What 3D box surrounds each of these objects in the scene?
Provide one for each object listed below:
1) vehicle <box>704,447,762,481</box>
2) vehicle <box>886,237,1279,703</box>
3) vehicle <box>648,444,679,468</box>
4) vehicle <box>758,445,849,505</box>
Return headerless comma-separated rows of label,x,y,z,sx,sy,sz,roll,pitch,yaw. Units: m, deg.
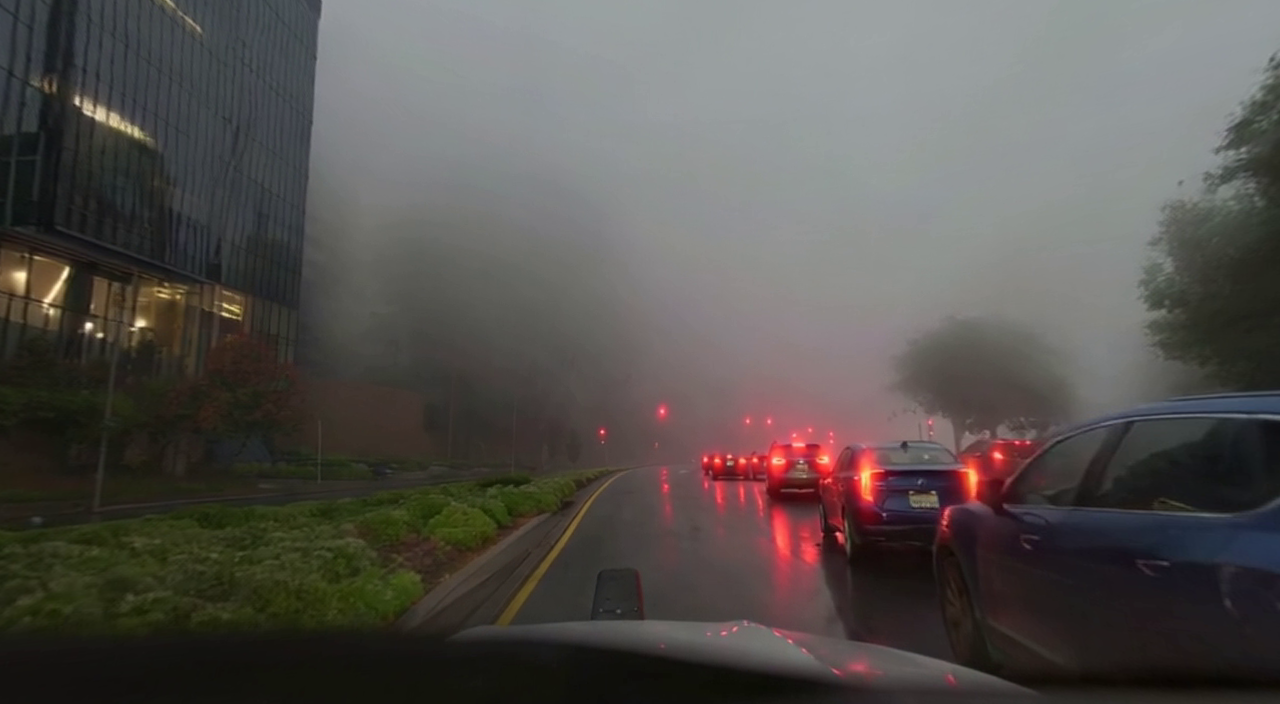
vehicle,4.458,5.421,30.794,2.183,1.553,3.923,0,-9,-1
vehicle,2.474,0.795,2.168,2.092,1.703,4.870,-2,-9,11
vehicle,1.863,7.918,48.173,2.121,1.728,4.161,-1,-9,6
vehicle,4.936,3.720,19.717,2.089,1.609,4.922,-1,-9,7
